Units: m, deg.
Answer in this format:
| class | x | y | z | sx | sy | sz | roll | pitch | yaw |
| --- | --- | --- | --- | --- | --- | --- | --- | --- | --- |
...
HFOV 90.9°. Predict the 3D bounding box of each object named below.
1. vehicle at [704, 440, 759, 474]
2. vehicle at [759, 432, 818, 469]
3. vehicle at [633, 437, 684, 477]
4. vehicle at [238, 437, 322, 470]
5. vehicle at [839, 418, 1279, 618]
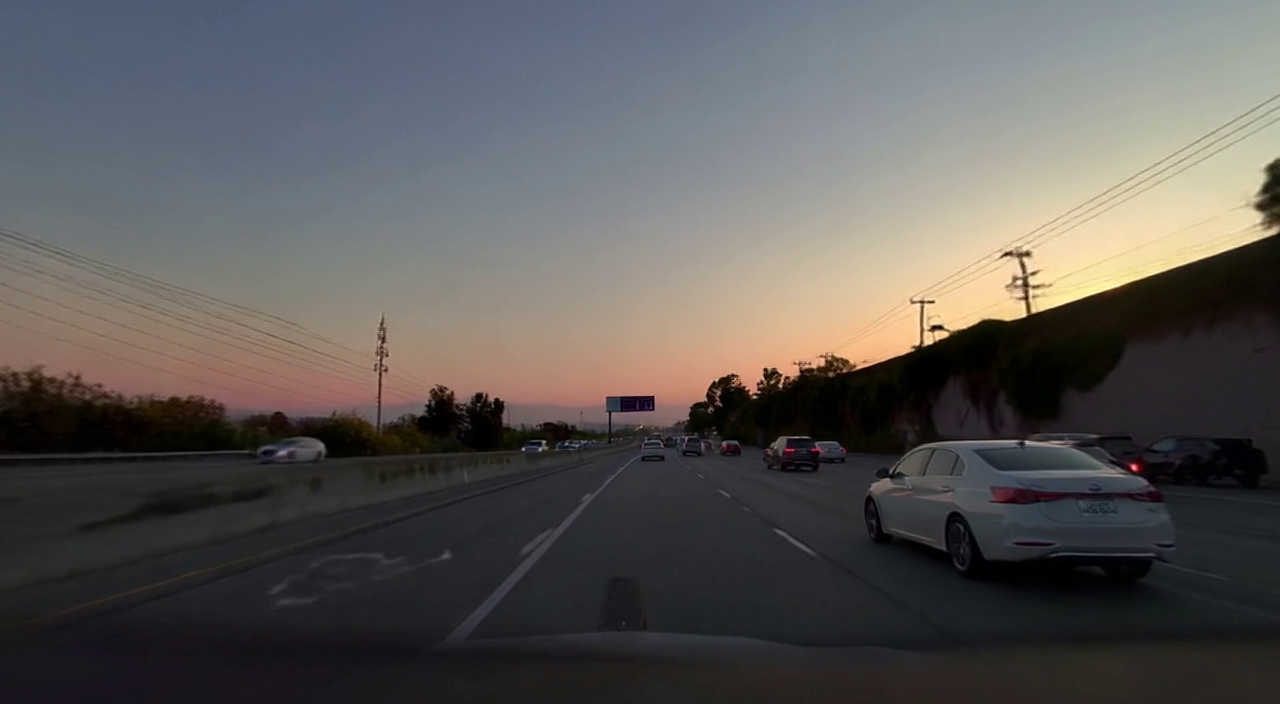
| class | x | y | z | sx | sy | sz | roll | pitch | yaw |
| --- | --- | --- | --- | --- | --- | --- | --- | --- | --- |
| vehicle | 4.163 | 4.830 | 29.232 | 1.936 | 1.465 | 4.060 | 0 | -8 | 0 |
| vehicle | 7.980 | 5.343 | 34.333 | 2.041 | 1.821 | 4.562 | 0 | -8 | 0 |
| vehicle | 0.753 | 4.533 | 27.456 | 2.042 | 1.581 | 3.769 | 0 | -8 | 0 |
| vehicle | -20.384 | 5.748 | 35.925 | 2.015 | 1.716 | 4.433 | 0 | -8 | 2 |
| vehicle | 3.924 | 1.573 | 6.982 | 1.986 | 1.478 | 4.429 | 0 | -8 | 0 |
